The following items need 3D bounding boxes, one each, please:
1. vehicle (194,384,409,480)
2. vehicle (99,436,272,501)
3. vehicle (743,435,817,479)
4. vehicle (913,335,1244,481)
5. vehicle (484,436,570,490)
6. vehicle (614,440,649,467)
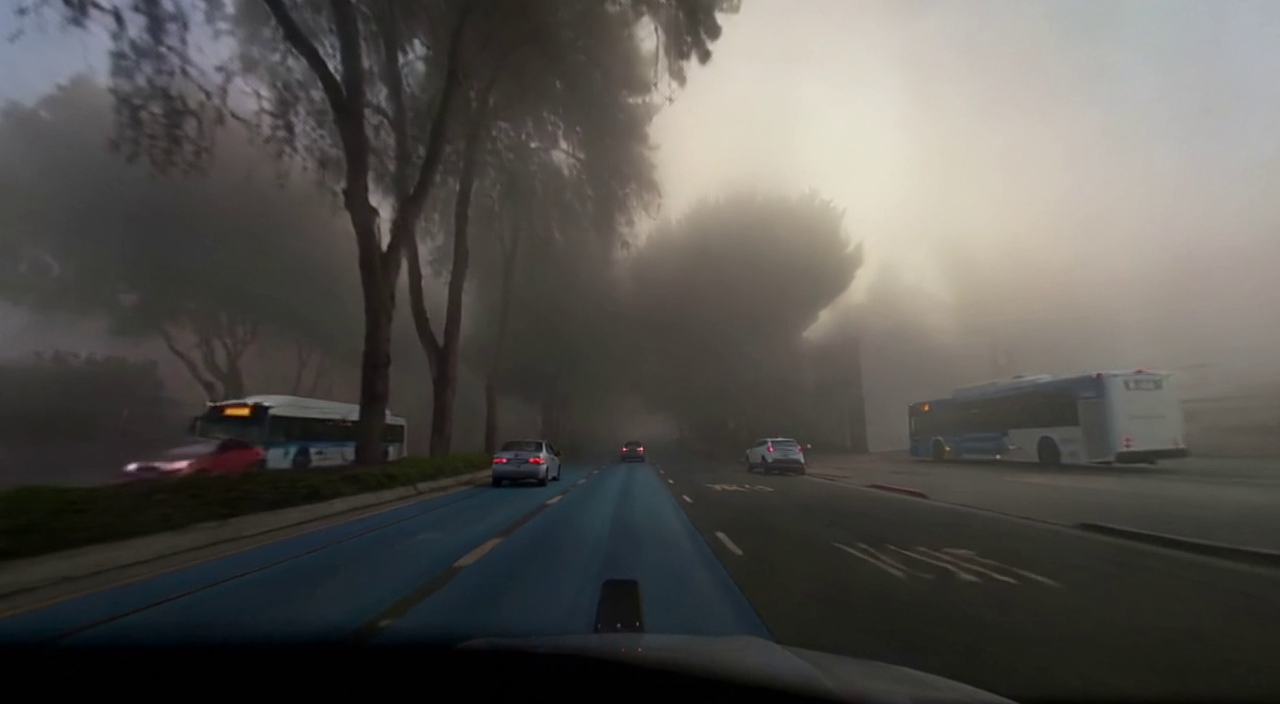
[{"bbox_3d":[-15.575,4.109,31.356,3.303,3.710,13.912,0,-8,-1],"label":"vehicle"},{"bbox_3d":[-11.969,3.060,17.024,1.797,1.532,3.869,0,-8,-1],"label":"vehicle"},{"bbox_3d":[6.376,4.866,29.608,2.206,1.803,5.753,0,-8,0],"label":"vehicle"},{"bbox_3d":[17.723,2.910,28.745,3.225,4.571,16.558,-3,-8,0],"label":"vehicle"},{"bbox_3d":[-3.480,3.505,20.304,1.934,1.522,4.287,0,-8,1],"label":"vehicle"},{"bbox_3d":[-0.486,6.189,38.714,1.999,1.520,3.896,0,-8,0],"label":"vehicle"}]
